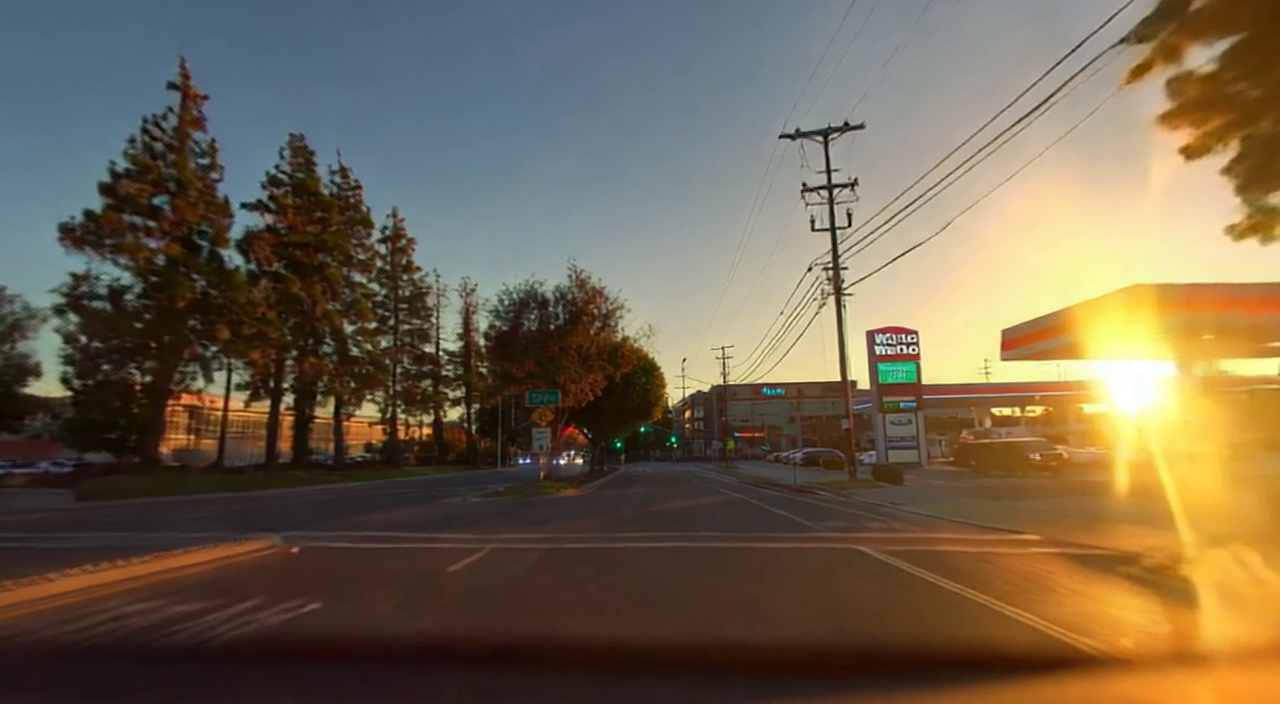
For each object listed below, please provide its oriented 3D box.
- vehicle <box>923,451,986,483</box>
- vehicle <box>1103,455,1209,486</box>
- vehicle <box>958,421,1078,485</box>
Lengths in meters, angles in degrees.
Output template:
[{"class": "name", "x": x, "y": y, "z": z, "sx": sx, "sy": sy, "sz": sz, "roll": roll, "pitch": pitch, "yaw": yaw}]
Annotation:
[{"class": "vehicle", "x": 19.501, "y": 7.116, "z": 39.403, "sx": 2.041, "sy": 1.674, "sz": 4.301, "roll": 3, "pitch": -8, "yaw": 4}, {"class": "vehicle", "x": 26.597, "y": 6.099, "z": 32.773, "sx": 2.113, "sy": 1.461, "sz": 3.997, "roll": 0, "pitch": -9, "yaw": 1}, {"class": "vehicle", "x": 19.011, "y": 5.106, "z": 32.268, "sx": 2.642, "sy": 2.930, "sz": 5.826, "roll": -1, "pitch": -8, "yaw": 3}]
